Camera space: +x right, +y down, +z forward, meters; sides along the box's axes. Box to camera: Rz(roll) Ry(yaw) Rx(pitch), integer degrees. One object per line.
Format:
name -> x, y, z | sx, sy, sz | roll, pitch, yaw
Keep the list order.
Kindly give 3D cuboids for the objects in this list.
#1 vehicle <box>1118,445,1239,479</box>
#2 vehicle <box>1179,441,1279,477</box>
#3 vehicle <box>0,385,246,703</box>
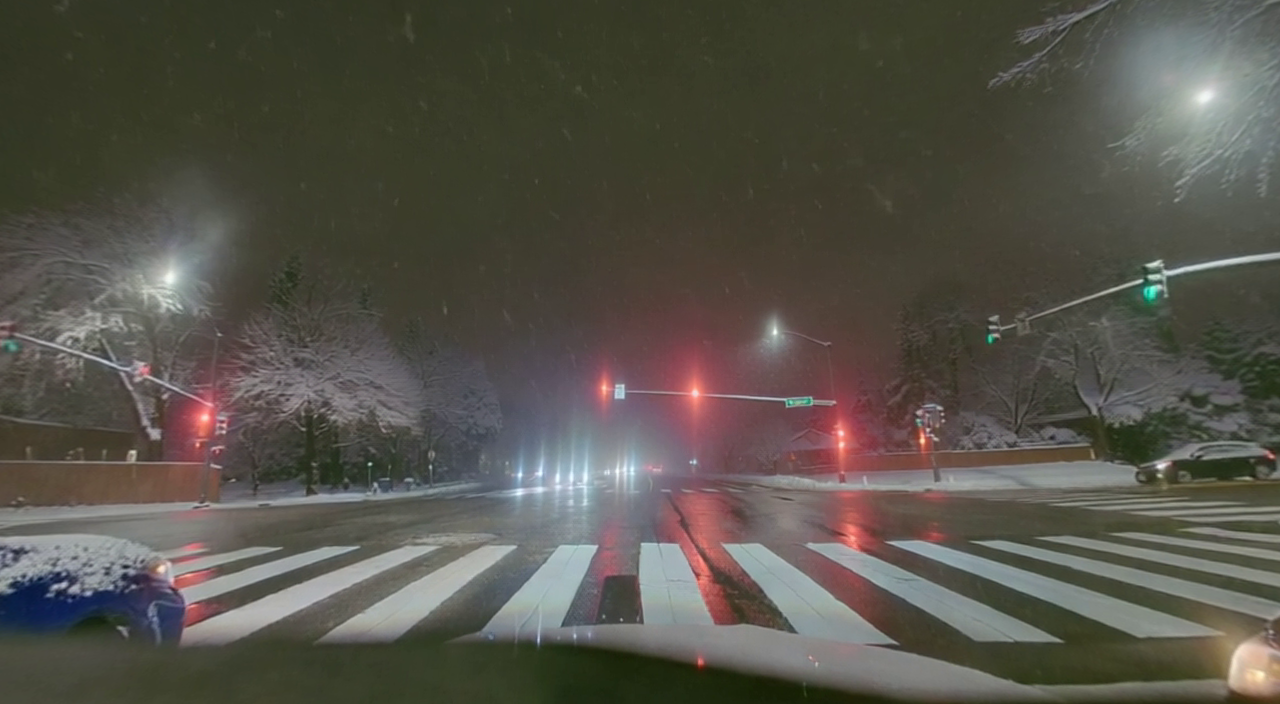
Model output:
vehicle -> 25.097, 5.093, 29.532 | 4.123, 1.469, 1.790 | 0, -8, -5
vehicle -> 25.676, 4.479, 26.590 | 4.347, 1.411, 1.784 | 0, -8, -3
vehicle -> -2.995, 0.762, 1.251 | 1.969, 1.513, 3.773 | 0, -8, 0
